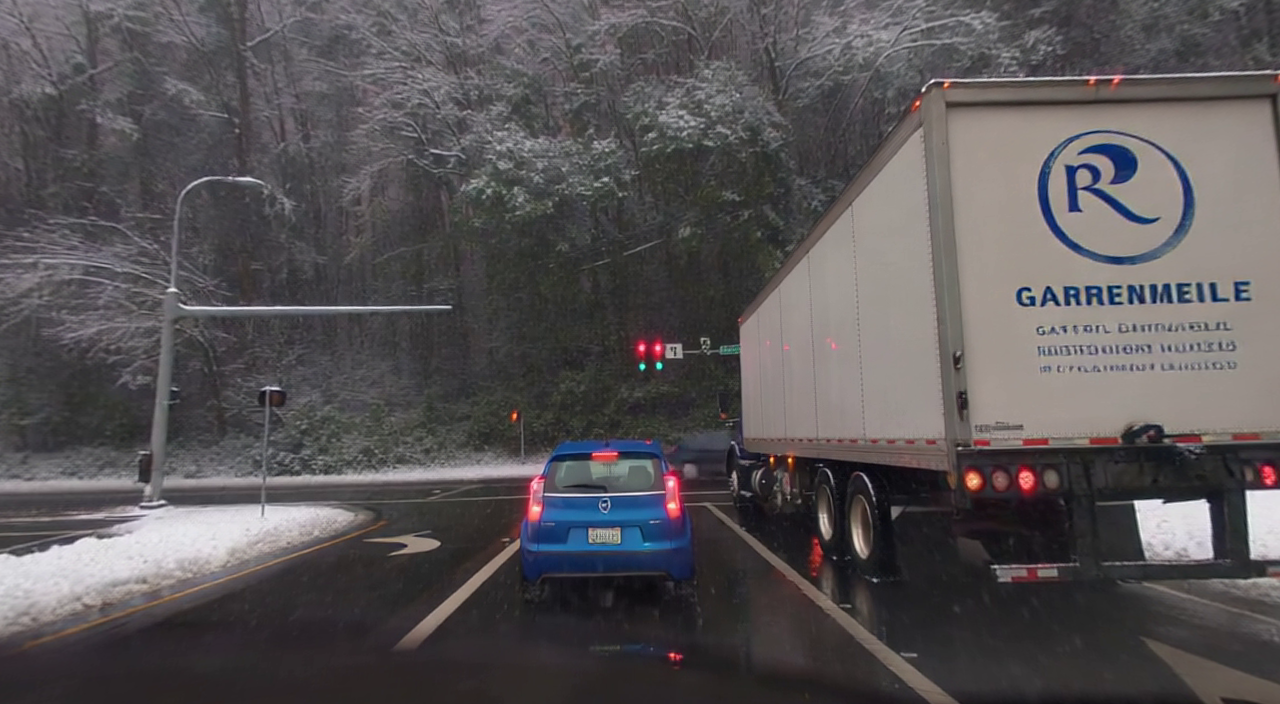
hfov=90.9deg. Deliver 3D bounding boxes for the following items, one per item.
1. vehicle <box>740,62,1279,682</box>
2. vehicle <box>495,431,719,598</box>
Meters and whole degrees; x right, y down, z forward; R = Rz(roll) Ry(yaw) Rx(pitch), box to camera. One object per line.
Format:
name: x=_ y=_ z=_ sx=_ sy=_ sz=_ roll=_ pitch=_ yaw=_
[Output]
vehicle: x=3.514 y=0.732 z=8.621 sx=2.884 sy=3.753 sz=9.763 roll=0 pitch=-9 yaw=1
vehicle: x=-0.327 y=1.715 z=7.425 sx=1.975 sy=1.457 sz=3.526 roll=0 pitch=-9 yaw=-1
